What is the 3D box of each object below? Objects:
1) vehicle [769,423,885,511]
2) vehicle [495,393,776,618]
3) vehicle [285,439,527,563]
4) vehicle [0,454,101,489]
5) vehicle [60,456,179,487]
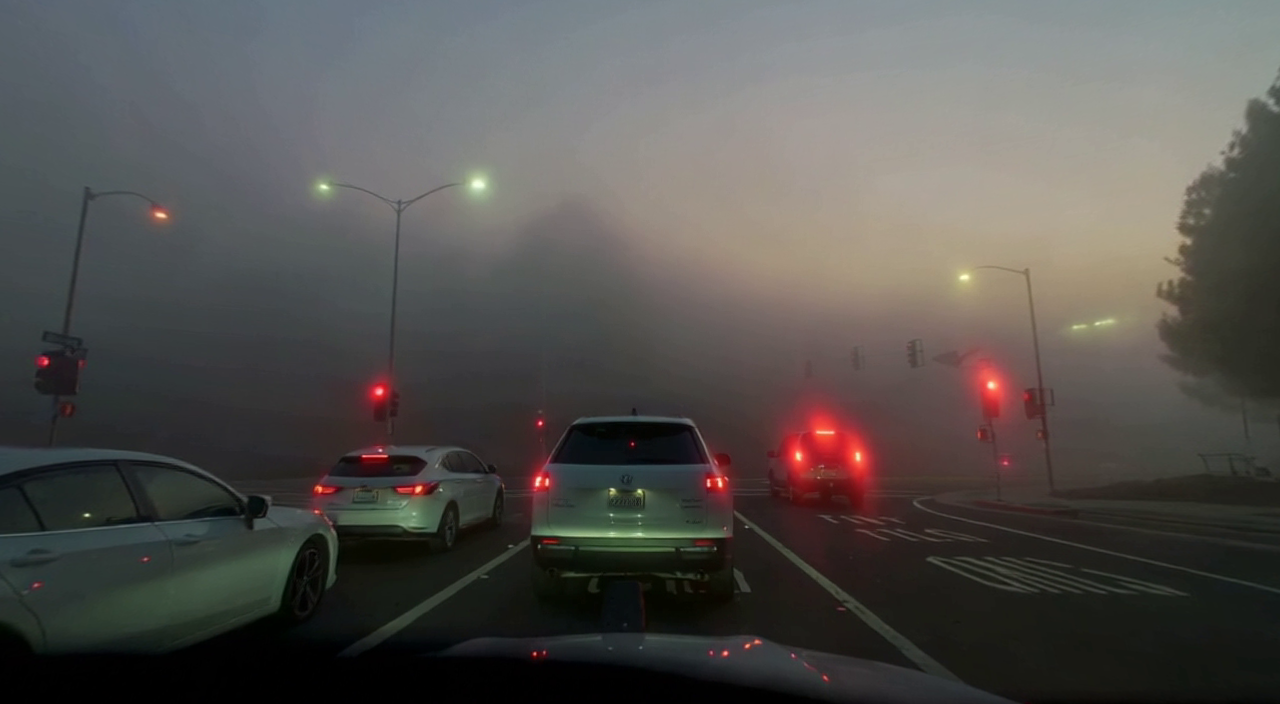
[{"bbox_3d":[4.811,3.002,16.912,2.084,2.053,4.073,-1,-8,4],"label":"vehicle"},{"bbox_3d":[-0.030,1.521,7.173,2.203,1.757,4.286,0,-8,0],"label":"vehicle"},{"bbox_3d":[-3.194,2.098,9.765,1.913,1.453,4.413,0,-8,2],"label":"vehicle"},{"bbox_3d":[-27.022,5.286,27.968,4.198,1.444,1.765,2,-9,-16],"label":"vehicle"},{"bbox_3d":[-25.986,5.950,31.609,4.140,1.444,1.742,2,-9,-15],"label":"vehicle"}]
